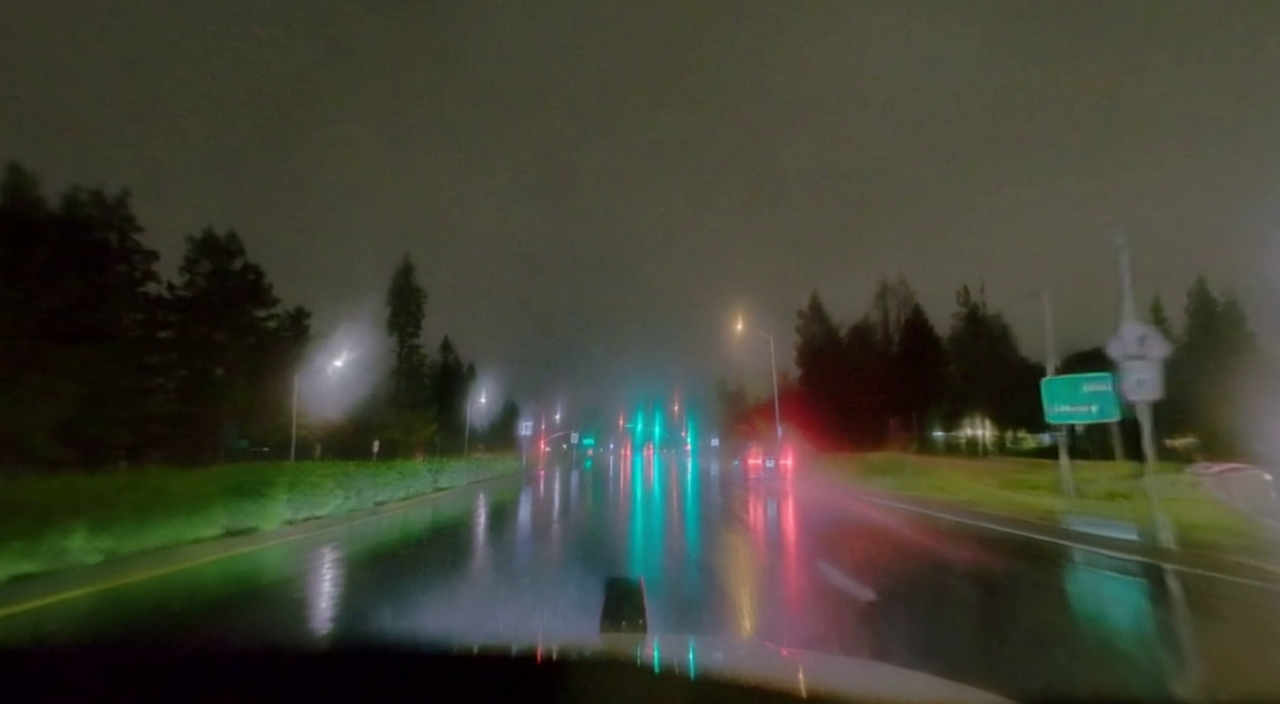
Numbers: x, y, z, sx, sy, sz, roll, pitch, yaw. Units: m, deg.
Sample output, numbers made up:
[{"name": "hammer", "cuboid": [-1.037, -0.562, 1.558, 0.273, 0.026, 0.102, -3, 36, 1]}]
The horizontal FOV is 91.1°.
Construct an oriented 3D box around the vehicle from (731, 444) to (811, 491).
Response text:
[{"name": "vehicle", "cuboid": [4.628, 4.131, 22.836, 1.913, 1.516, 4.322, 0, -8, 0]}]
